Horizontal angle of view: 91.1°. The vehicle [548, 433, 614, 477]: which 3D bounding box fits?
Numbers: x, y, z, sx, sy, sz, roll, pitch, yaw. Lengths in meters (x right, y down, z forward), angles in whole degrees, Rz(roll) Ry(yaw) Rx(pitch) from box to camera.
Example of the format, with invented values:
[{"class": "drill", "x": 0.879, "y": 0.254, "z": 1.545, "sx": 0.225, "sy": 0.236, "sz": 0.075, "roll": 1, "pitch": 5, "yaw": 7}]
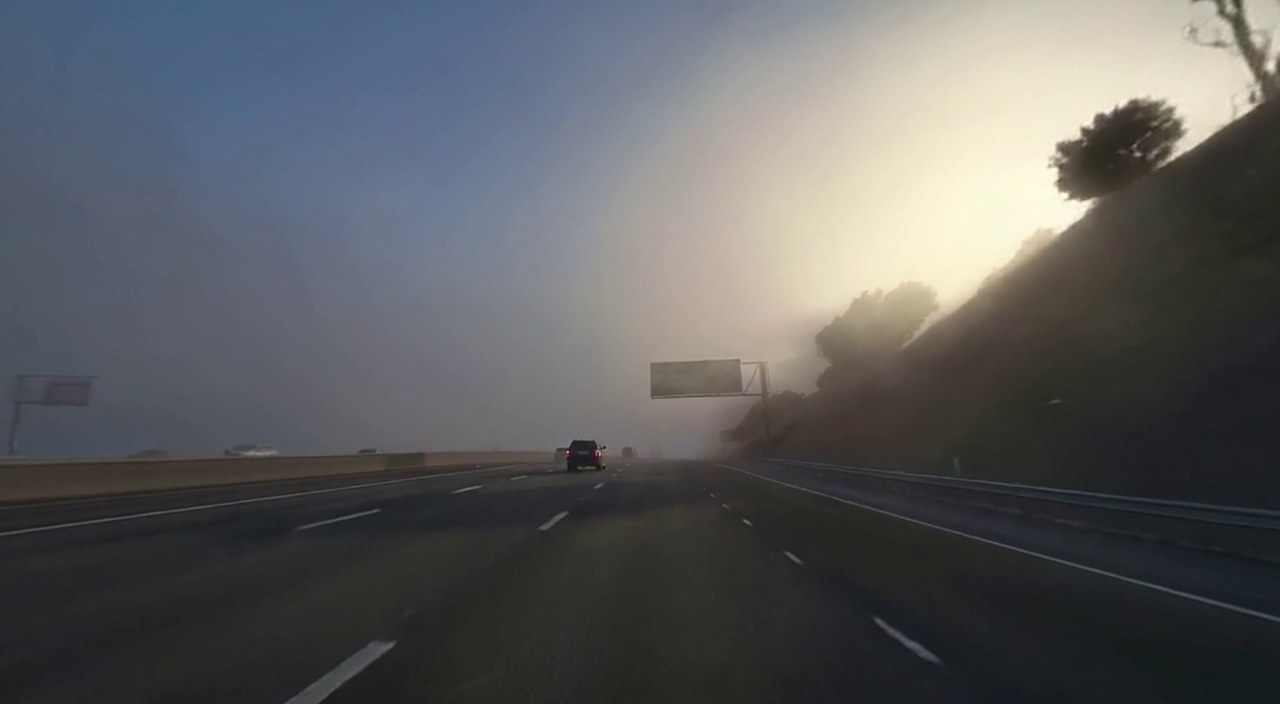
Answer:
[{"class": "vehicle", "x": -2.658, "y": 4.826, "z": 29.604, "sx": 2.413, "sy": 1.896, "sz": 5.218, "roll": 0, "pitch": -9, "yaw": 2}]
